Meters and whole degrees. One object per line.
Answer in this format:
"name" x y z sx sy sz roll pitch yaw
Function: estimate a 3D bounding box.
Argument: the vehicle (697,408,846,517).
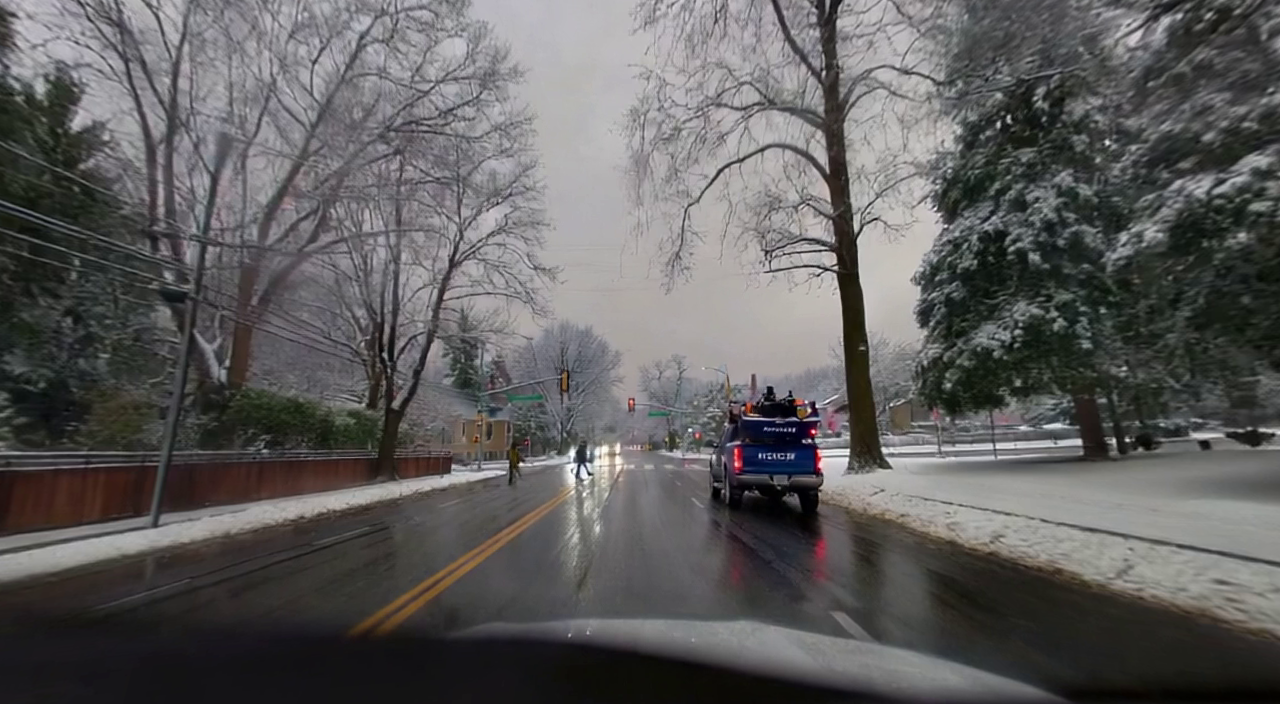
"vehicle" 2.715 2.493 14.639 2.177 2.015 5.463 0 -9 -1
